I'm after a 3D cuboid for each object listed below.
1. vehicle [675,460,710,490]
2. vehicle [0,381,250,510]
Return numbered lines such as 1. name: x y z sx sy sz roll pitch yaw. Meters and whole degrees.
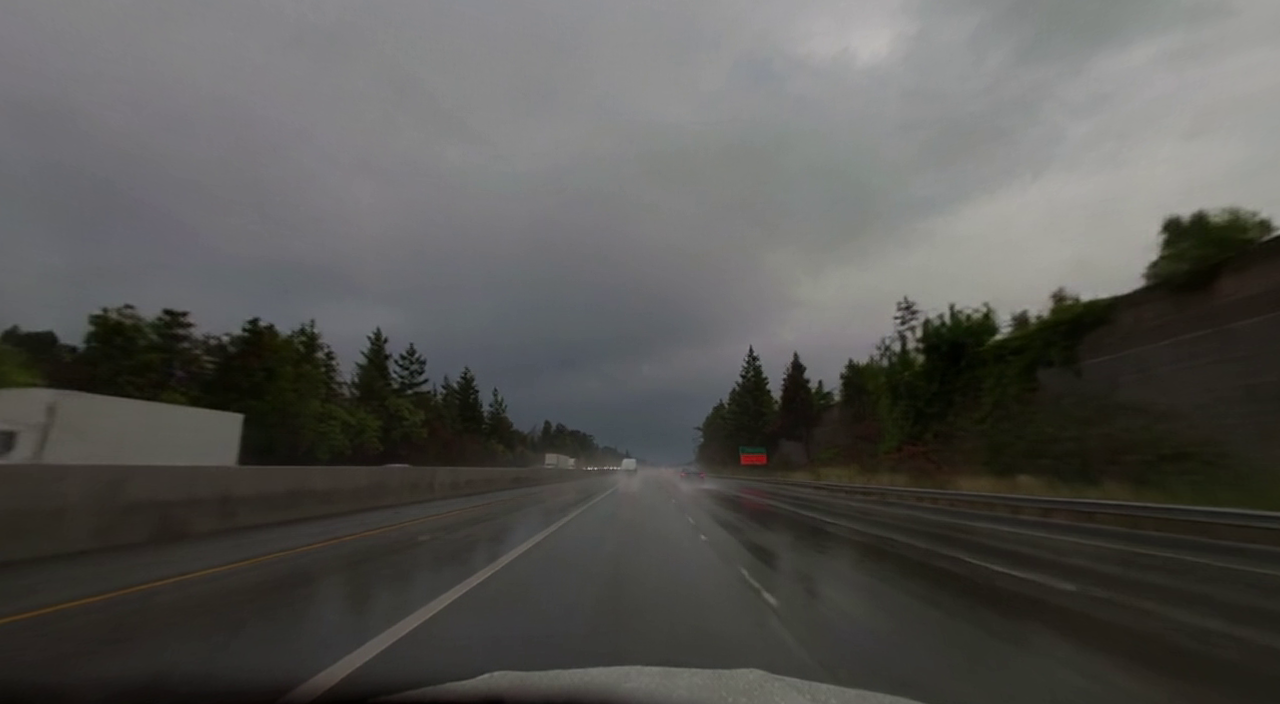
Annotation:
1. vehicle: 3.651 8.647 44.526 2.093 1.933 4.623 1 -10 0
2. vehicle: -21.929 3.976 25.607 2.901 4.051 14.203 1 -10 1
